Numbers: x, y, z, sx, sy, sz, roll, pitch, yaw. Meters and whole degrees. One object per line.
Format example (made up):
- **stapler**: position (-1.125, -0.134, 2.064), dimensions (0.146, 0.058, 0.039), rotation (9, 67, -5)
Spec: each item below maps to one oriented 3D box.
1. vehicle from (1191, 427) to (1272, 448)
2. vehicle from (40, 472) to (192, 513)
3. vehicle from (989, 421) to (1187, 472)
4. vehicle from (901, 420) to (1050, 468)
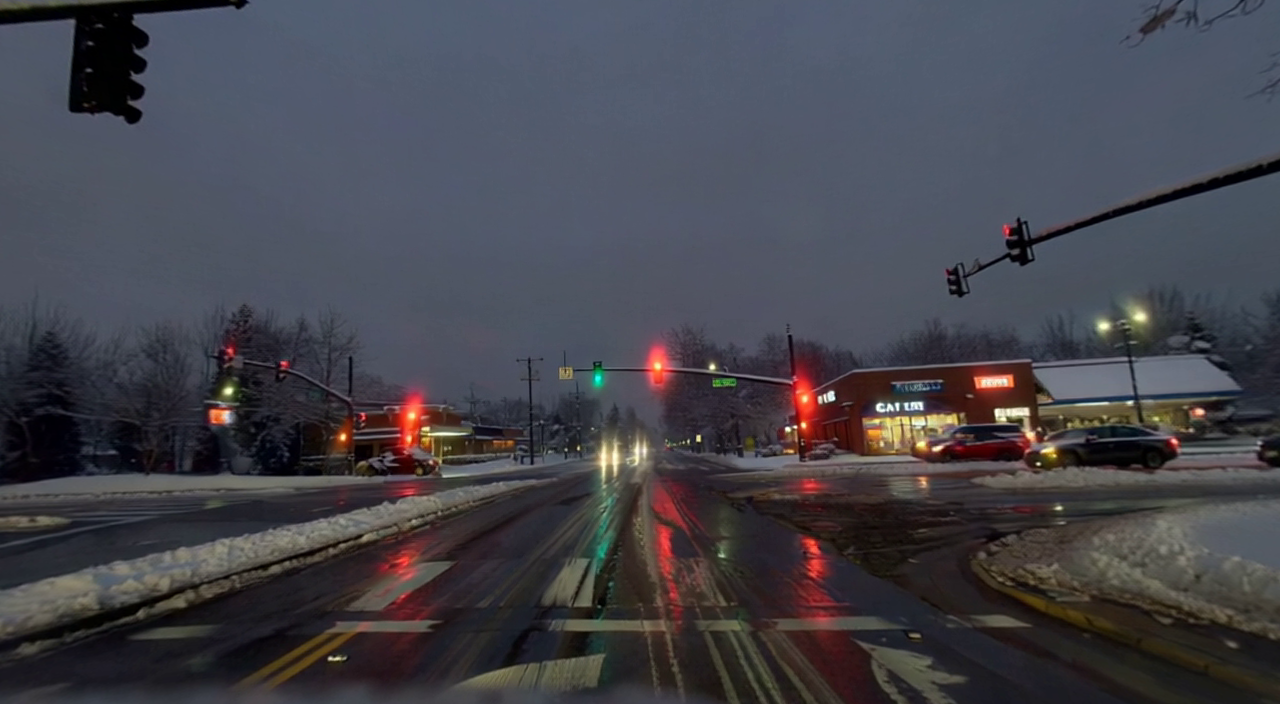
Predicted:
- **vehicle**: position (42.041, 6.067, 44.897), dimensions (4.347, 1.446, 1.777), rotation (1, -9, -9)
- **vehicle**: position (-21.169, 5.673, 25.643), dimensions (4.676, 1.463, 1.909), rotation (-1, -8, 6)
- **vehicle**: position (14.356, 3.093, 20.632), dimensions (4.835, 1.487, 1.913), rotation (-3, -9, 20)
- **vehicle**: position (13.016, 3.645, 24.941), dimensions (4.916, 1.730, 1.986), rotation (-4, -9, 21)
